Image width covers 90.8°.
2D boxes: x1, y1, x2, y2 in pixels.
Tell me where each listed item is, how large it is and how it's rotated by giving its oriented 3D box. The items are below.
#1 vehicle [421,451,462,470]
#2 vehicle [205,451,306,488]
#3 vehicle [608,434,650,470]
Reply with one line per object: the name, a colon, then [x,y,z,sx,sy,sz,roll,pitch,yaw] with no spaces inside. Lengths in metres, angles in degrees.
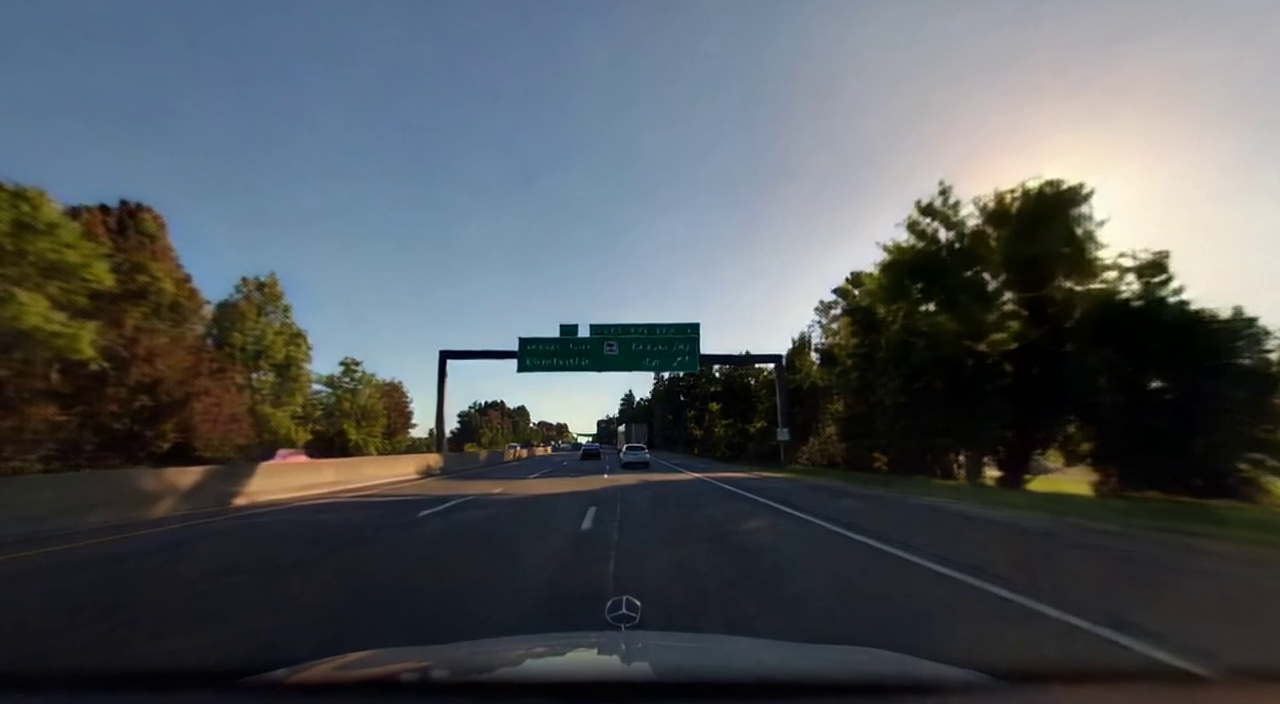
vehicle: [-14.498,7.934,46.332,1.849,1.349,3.837,0,-9,-2]
vehicle: [-16.558,5.043,27.433,1.939,1.451,3.927,0,-9,-1]
vehicle: [-0.703,5.688,36.045,2.139,1.925,4.312,0,-9,-5]
